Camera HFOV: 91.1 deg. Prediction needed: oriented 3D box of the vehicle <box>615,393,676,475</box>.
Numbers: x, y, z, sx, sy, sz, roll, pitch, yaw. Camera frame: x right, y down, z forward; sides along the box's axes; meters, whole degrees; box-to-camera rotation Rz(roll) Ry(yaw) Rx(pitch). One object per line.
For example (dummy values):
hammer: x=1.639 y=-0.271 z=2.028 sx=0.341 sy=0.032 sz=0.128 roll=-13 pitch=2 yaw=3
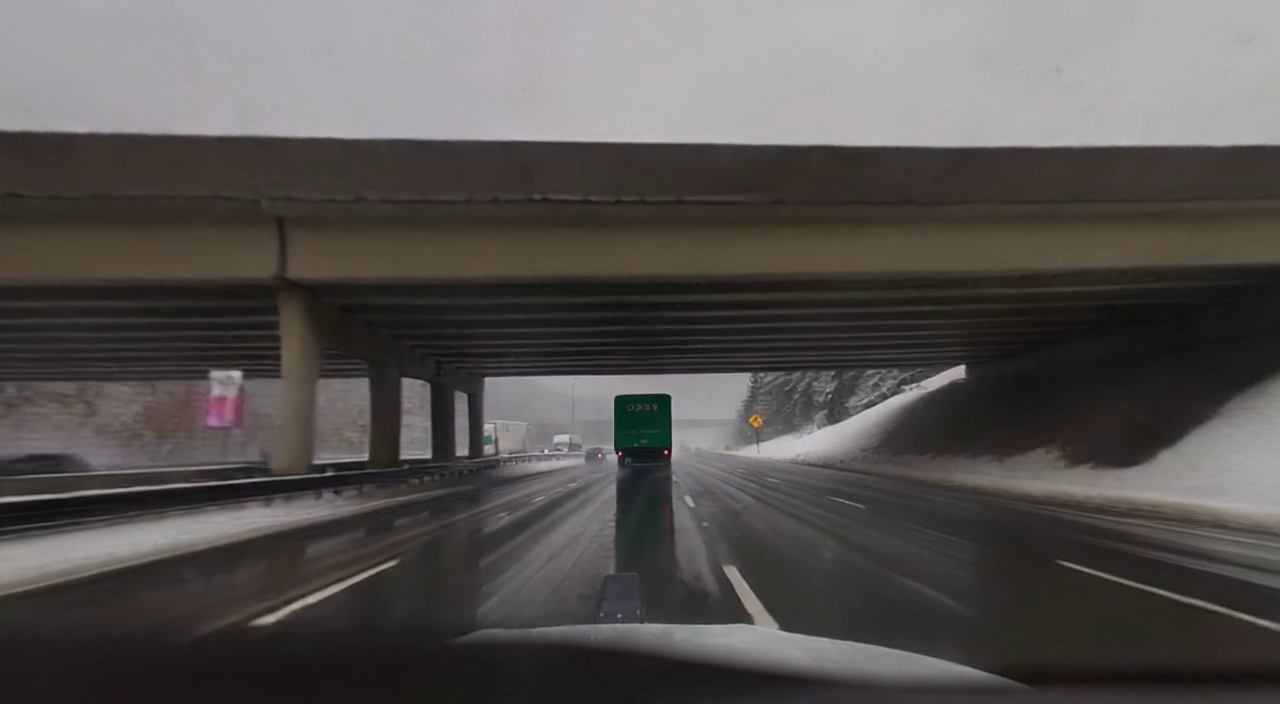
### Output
vehicle: x=0.414 y=4.996 z=37.483 sx=3.025 sy=4.002 sz=12.709 roll=-1 pitch=-9 yaw=1

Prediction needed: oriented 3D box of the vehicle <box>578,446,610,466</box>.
vehicle: x=-3.476 y=8.019 z=48.763 sx=1.958 sy=1.467 sz=4.737 roll=-1 pitch=-9 yaw=2

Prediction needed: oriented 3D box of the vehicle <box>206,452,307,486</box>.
vehicle: x=-17.945 y=5.453 z=29.705 sx=1.796 sy=1.438 sz=4.411 roll=-1 pitch=-9 yaw=4
